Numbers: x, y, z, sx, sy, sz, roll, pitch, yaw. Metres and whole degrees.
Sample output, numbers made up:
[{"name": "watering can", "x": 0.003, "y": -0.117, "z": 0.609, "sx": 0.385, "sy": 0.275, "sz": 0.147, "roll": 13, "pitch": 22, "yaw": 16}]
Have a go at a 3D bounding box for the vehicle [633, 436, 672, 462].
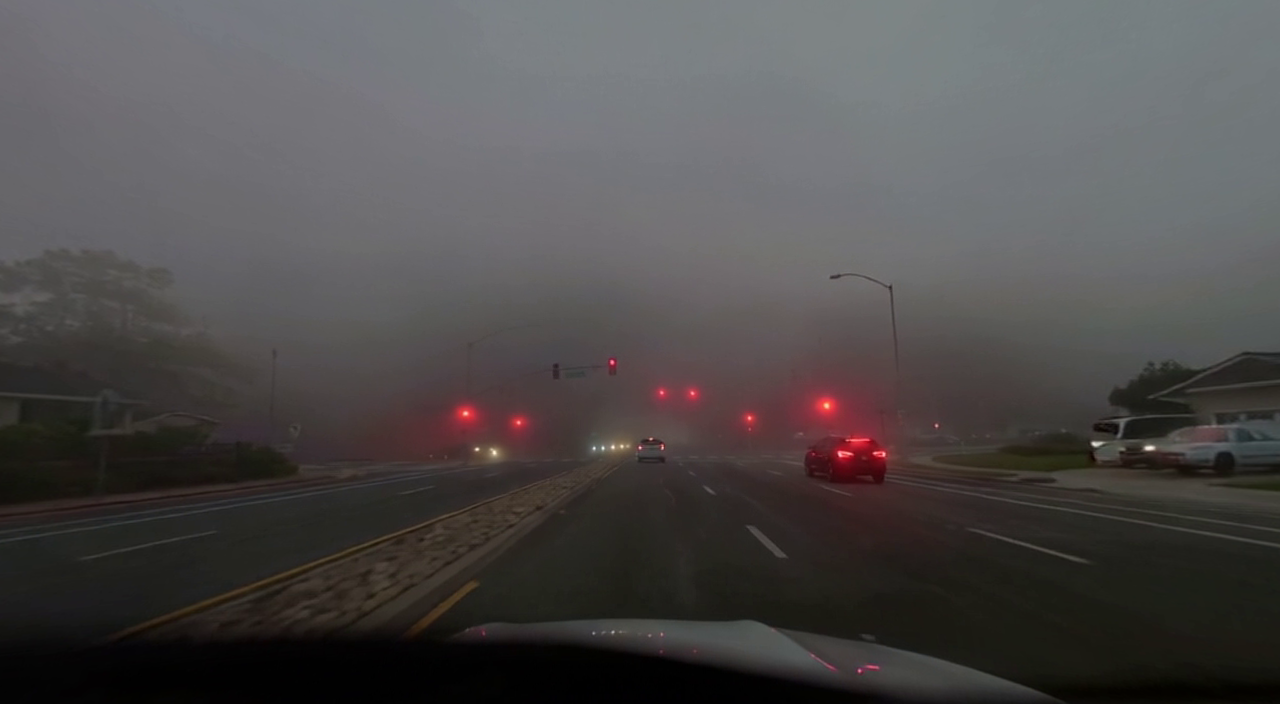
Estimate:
[{"name": "vehicle", "x": 0.858, "y": 6.353, "z": 41.504, "sx": 2.074, "sy": 1.570, "sz": 3.647, "roll": 0, "pitch": -8, "yaw": 9}]
